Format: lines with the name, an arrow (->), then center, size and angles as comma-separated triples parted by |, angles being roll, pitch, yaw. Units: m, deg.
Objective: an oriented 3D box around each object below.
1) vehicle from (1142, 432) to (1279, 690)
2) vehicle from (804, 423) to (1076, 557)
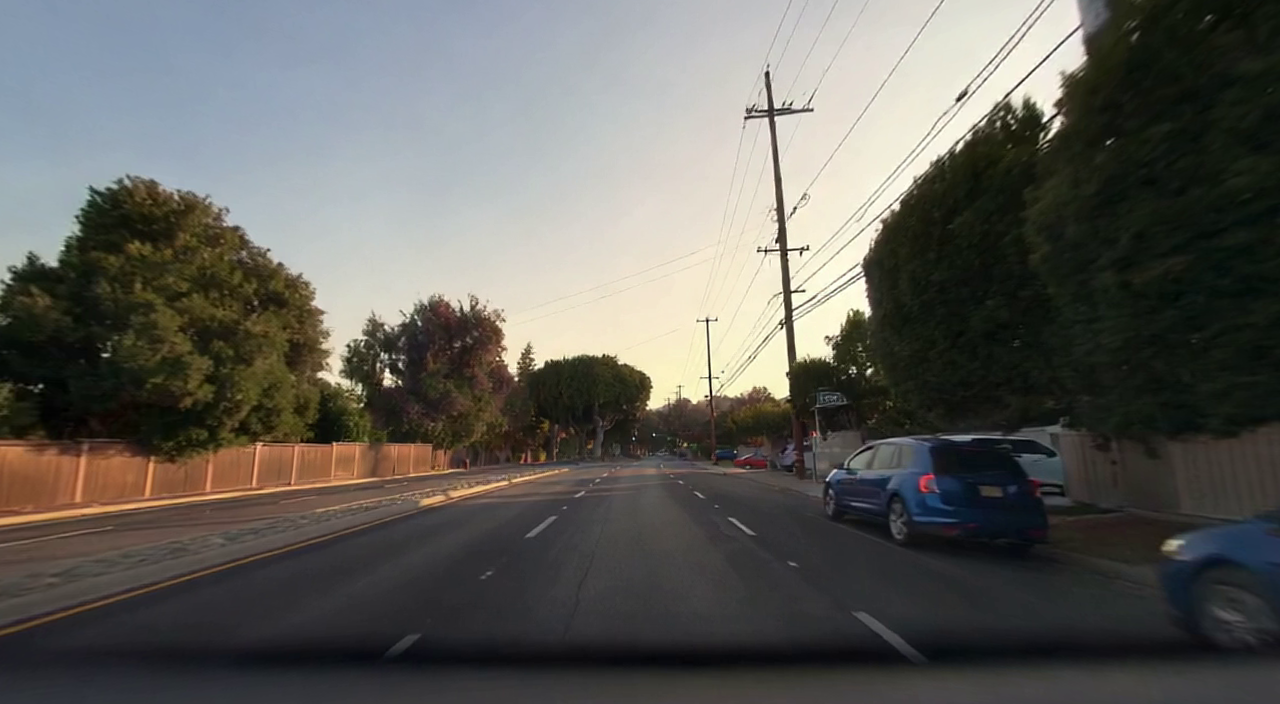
vehicle -> 4.675, 1.029, 2.425 | 1.913, 1.486, 4.355 | 0, -9, 0
vehicle -> 4.537, 2.162, 10.667 | 2.092, 1.713, 4.830 | 0, -9, -2
